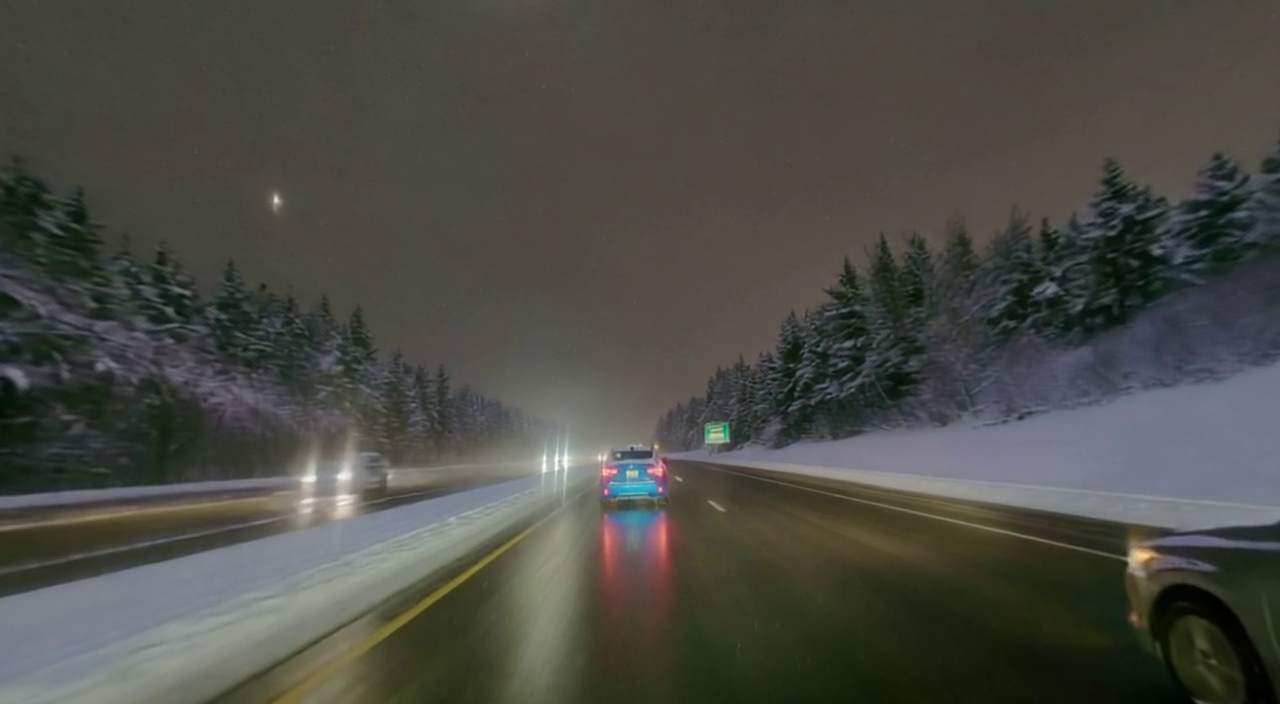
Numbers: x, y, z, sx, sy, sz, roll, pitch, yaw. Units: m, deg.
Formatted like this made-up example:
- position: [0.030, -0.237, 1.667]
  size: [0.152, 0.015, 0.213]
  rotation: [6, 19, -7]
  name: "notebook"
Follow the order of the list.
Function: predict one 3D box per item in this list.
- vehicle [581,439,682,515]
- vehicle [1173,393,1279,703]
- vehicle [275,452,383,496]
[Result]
- position: [-0.171, 2.908, 15.089]
  size: [2.083, 1.548, 4.251]
  rotation: [-1, -9, 0]
  name: "vehicle"
- position: [3.816, 0.705, 1.146]
  size: [2.021, 1.533, 4.014]
  rotation: [0, -9, -2]
  name: "vehicle"
- position: [-12.667, 4.961, 25.884]
  size: [1.919, 1.566, 4.476]
  rotation: [-1, -9, 4]
  name: "vehicle"
